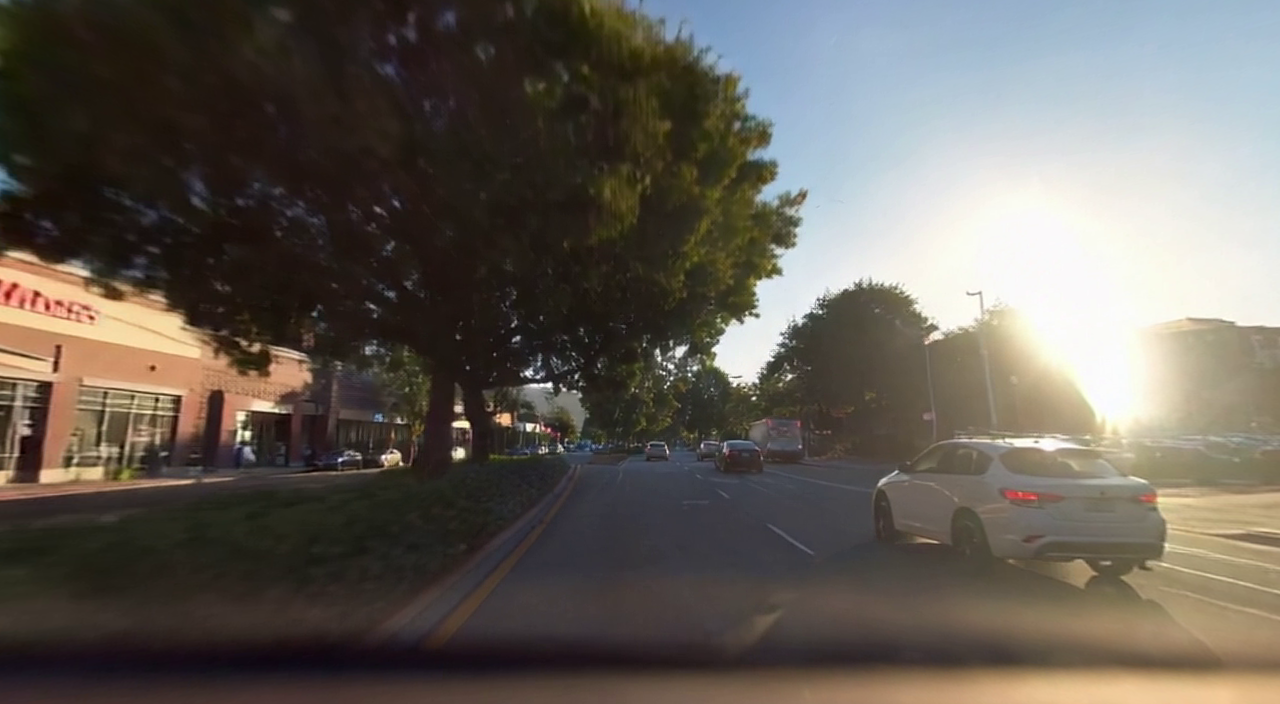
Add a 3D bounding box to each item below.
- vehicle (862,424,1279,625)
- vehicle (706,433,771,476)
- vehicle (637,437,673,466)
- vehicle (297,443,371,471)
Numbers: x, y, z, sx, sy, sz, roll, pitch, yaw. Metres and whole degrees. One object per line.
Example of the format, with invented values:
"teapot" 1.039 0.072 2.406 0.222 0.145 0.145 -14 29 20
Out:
"vehicle" 4.215 1.609 6.940 1.908 1.463 4.506 0 -8 1
"vehicle" 4.175 4.441 27.329 2.115 1.692 4.189 0 -8 0
"vehicle" 0.910 6.036 38.279 2.098 1.682 3.778 0 -8 1
"vehicle" -18.456 6.339 38.117 1.947 1.580 4.857 0 -9 1
